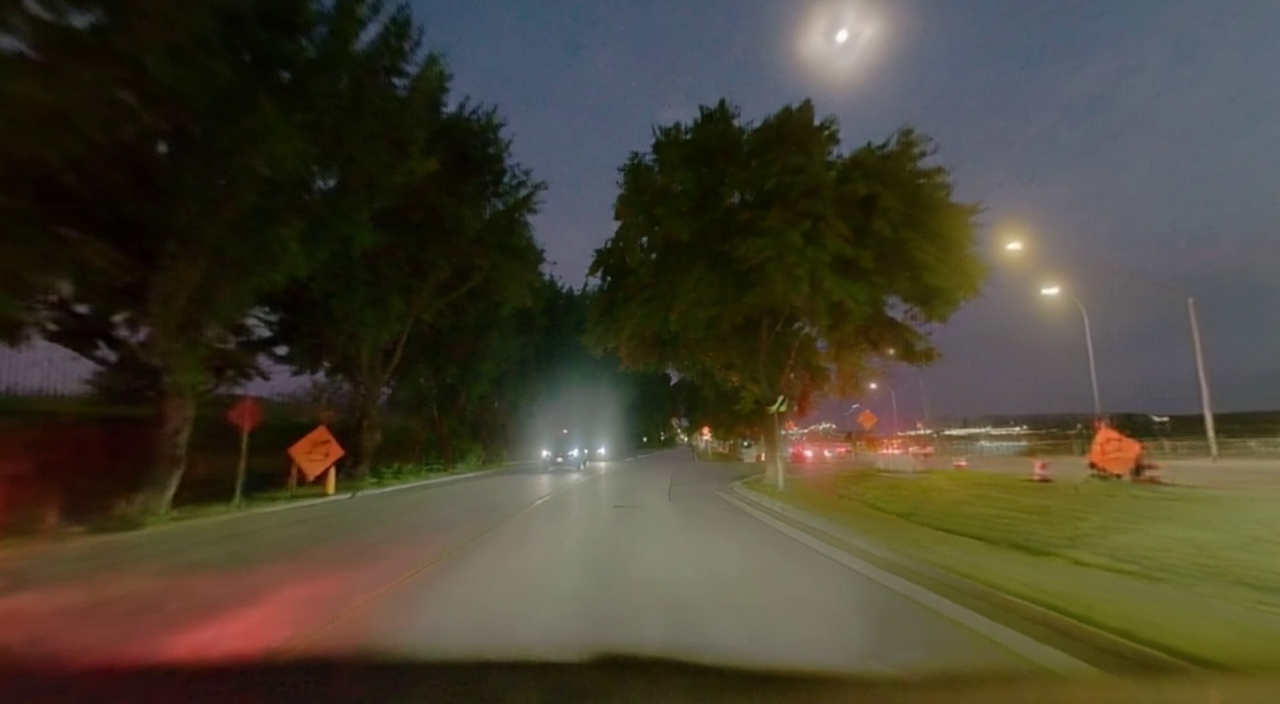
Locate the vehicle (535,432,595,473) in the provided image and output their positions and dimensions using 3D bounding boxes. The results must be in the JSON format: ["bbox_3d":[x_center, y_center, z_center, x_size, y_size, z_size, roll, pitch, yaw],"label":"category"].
[{"bbox_3d":[-3.755,5.145,32.509,2.119,1.935,4.881,-1,-8,4],"label":"vehicle"}]
